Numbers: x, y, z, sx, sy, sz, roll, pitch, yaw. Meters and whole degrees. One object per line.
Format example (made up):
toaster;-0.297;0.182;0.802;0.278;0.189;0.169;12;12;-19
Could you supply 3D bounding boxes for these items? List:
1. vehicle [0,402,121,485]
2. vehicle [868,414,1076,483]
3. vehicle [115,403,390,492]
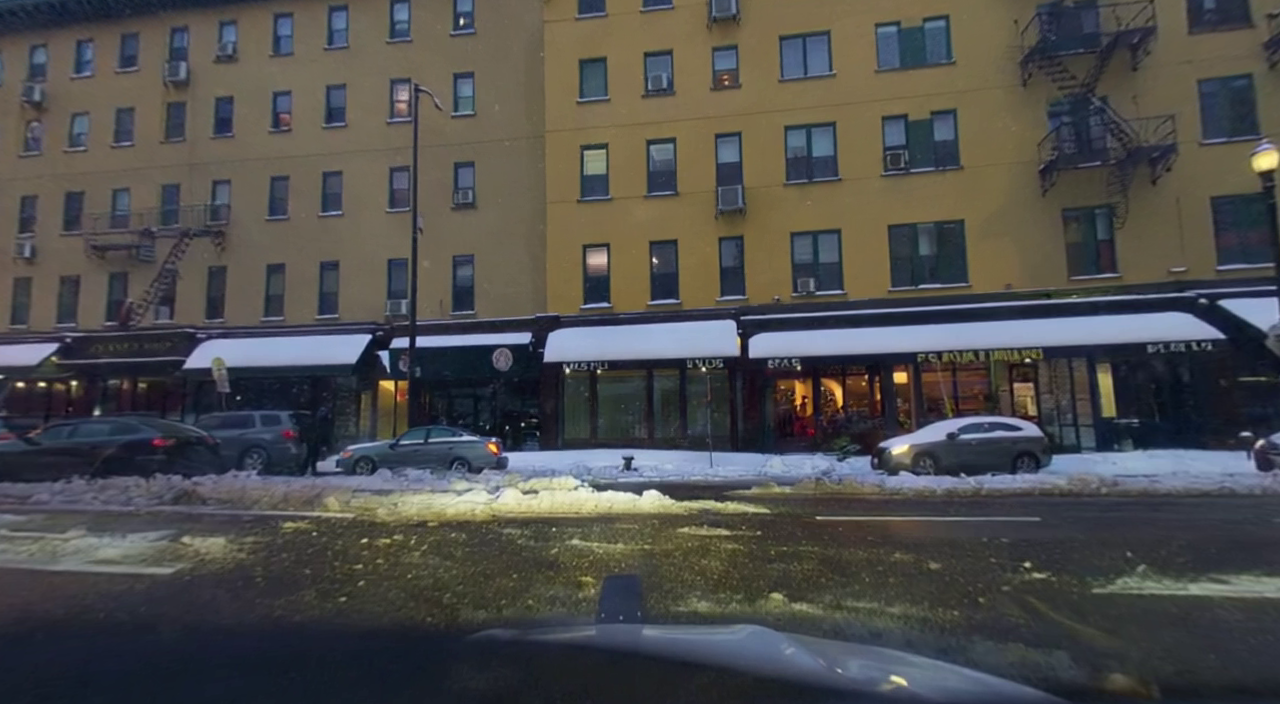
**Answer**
vehicle;-13.922;1.912;13.113;4.597;1.544;2.158;-1;-9;7
vehicle;8.625;2.563;16.770;4.410;1.687;1.834;-1;-9;5
vehicle;-7.258;1.817;11.985;4.330;1.458;1.932;-3;-9;16
